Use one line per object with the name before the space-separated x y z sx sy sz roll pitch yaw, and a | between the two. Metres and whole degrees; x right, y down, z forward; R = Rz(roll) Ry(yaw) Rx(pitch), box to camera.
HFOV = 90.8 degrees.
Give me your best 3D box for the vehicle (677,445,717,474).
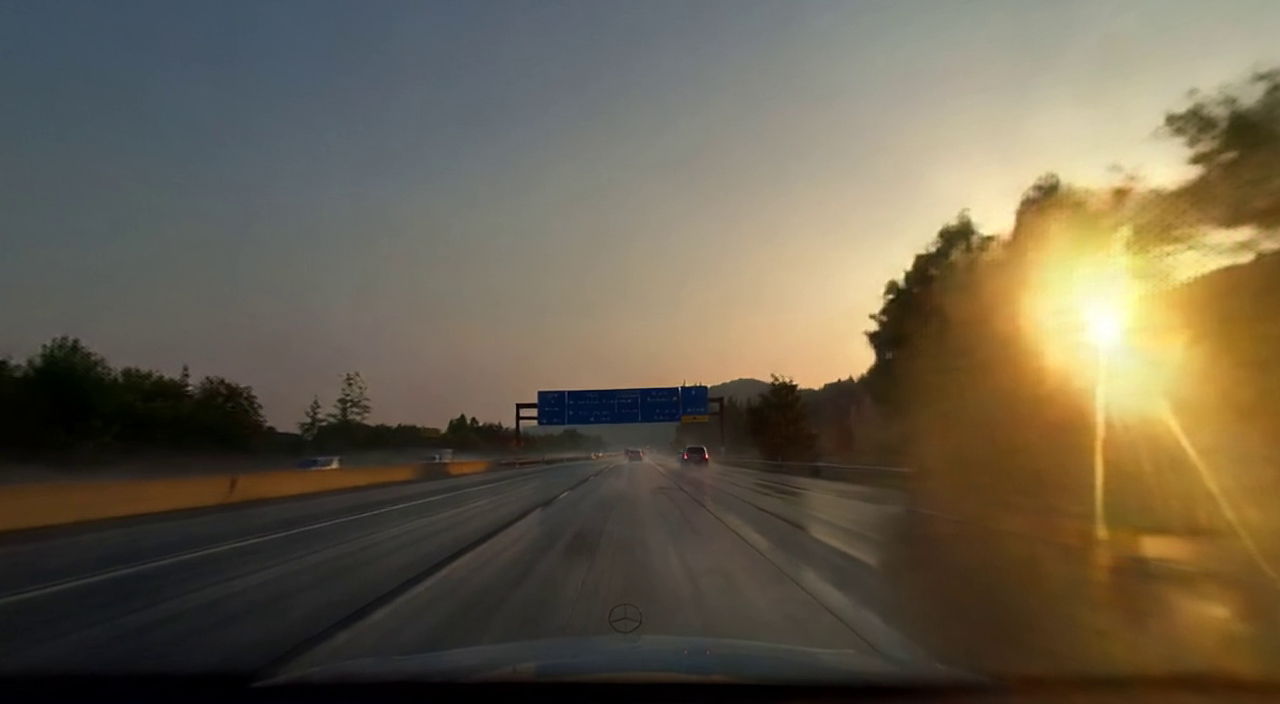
vehicle | 3.617 6.935 41.073 2.133 1.746 4.511 0 -9 -1
